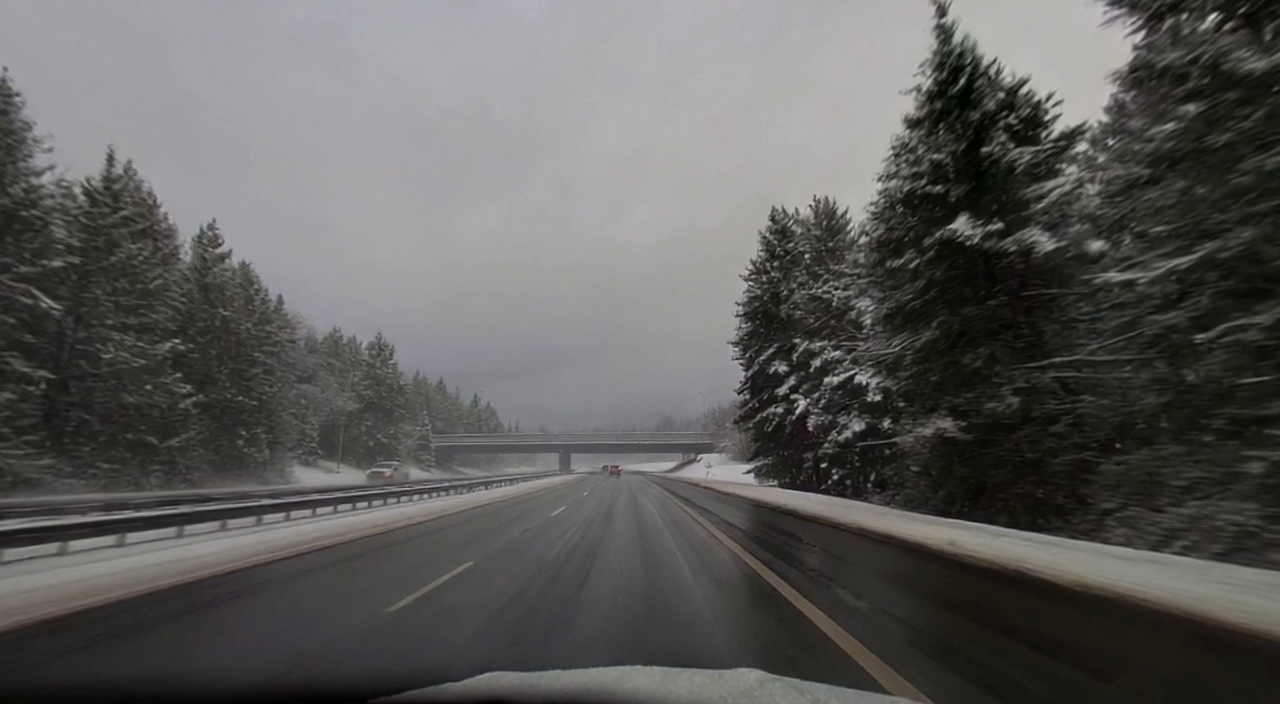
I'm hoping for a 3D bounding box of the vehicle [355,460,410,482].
[{"bbox_3d":[-18.497,8.570,45.464,2.080,1.488,4.621,1,-11,-1],"label":"vehicle"}]
